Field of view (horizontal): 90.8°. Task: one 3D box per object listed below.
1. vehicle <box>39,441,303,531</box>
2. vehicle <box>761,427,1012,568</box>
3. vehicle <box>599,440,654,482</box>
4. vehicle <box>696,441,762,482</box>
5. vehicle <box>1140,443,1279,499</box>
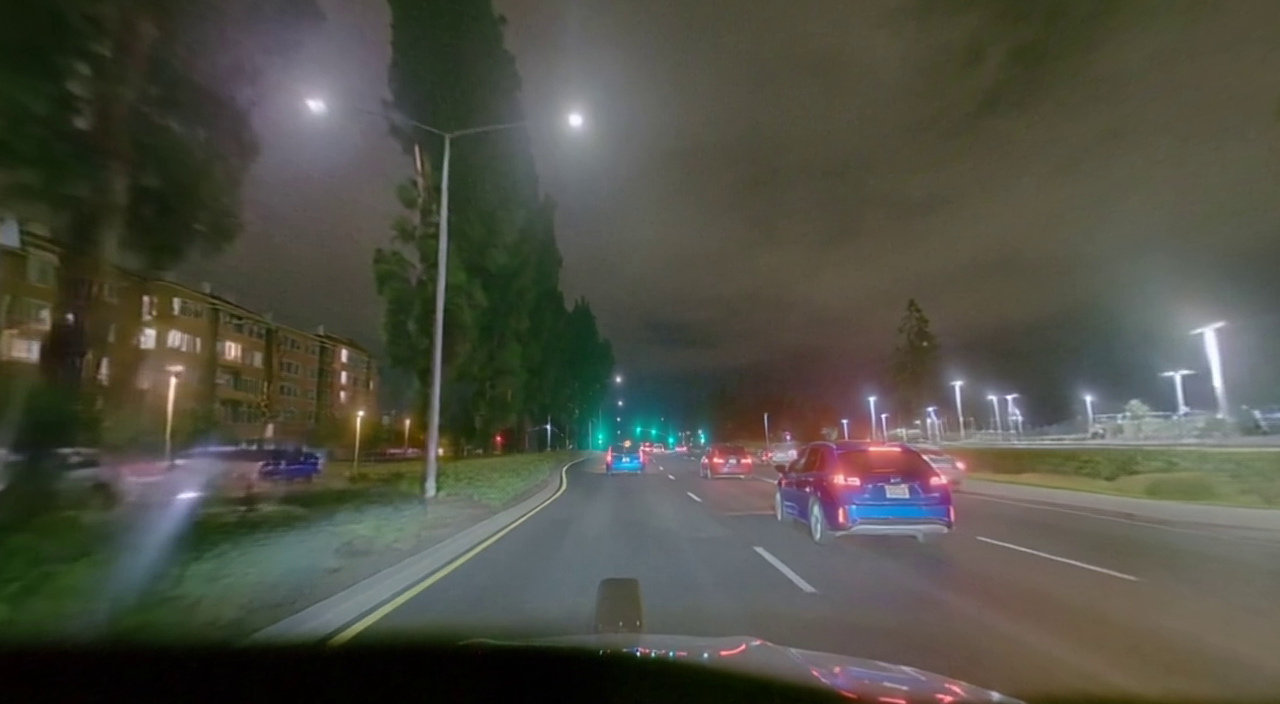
[{"bbox_3d":[-9.038,2.583,12.813,1.943,1.483,4.439,0,-9,0],"label":"vehicle"},{"bbox_3d":[3.043,1.861,8.798,1.852,1.498,3.825,0,-9,-1],"label":"vehicle"},{"bbox_3d":[-0.496,4.202,24.566,1.994,1.479,3.647,0,-9,-1],"label":"vehicle"},{"bbox_3d":[3.424,4.305,25.095,1.908,1.453,4.230,0,-9,-1],"label":"vehicle"},{"bbox_3d":[17.273,3.449,18.708,4.247,1.487,2.076,4,-10,-26],"label":"vehicle"}]
